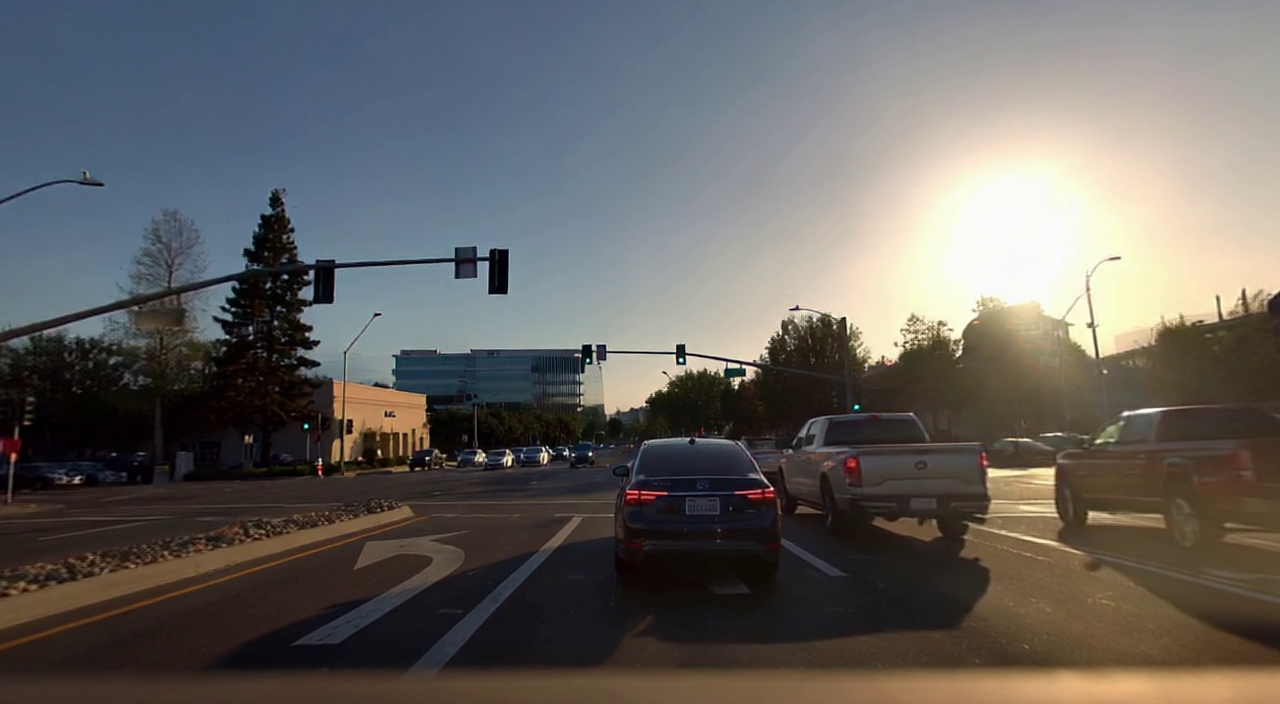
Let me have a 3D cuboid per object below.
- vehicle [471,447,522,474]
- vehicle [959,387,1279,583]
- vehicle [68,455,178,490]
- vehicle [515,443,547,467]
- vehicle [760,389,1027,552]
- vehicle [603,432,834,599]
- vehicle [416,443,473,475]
[{"bbox_3d":[-8.304,6.319,36.899,2.002,1.469,4.301,0,-8,-1],"label":"vehicle"},{"bbox_3d":[7.270,1.756,9.234,2.323,2.009,5.266,0,-8,-1],"label":"vehicle"},{"bbox_3d":[-29.085,6.739,35.562,4.789,1.828,2.025,-2,-9,10],"label":"vehicle"},{"bbox_3d":[-8.553,8.087,49.740,1.904,1.789,4.021,0,-8,-1],"label":"vehicle"},{"bbox_3d":[3.834,1.941,10.992,2.358,2.116,5.328,0,-8,-1],"label":"vehicle"},{"bbox_3d":[0.610,1.716,7.494,2.038,1.447,3.756,0,-8,-3],"label":"vehicle"},{"bbox_3d":[-11.940,6.531,38.842,1.991,1.844,4.393,0,-8,1],"label":"vehicle"}]
